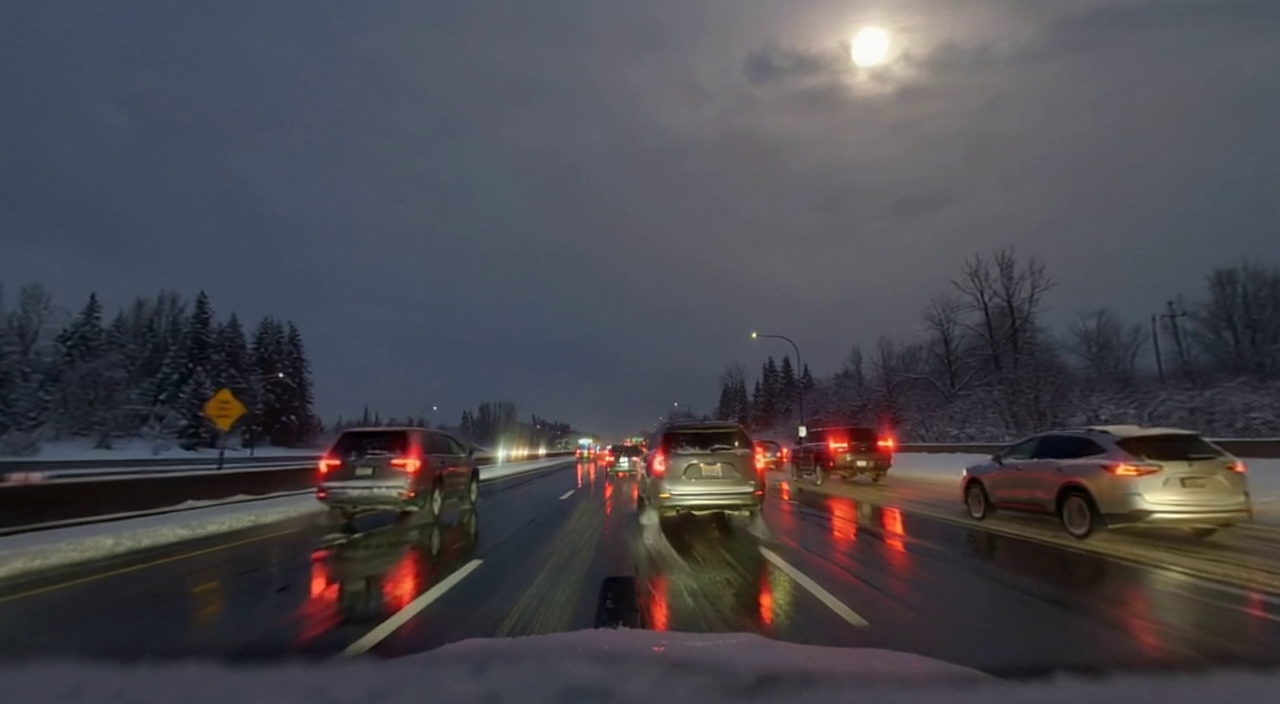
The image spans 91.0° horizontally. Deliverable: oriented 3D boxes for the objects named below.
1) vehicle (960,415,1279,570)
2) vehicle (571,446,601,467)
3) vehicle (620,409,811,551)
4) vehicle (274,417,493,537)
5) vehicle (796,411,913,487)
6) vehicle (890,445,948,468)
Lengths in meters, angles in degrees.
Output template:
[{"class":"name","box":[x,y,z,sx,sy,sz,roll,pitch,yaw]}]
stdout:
[{"class":"vehicle","box":[6.804,1.851,9.049,1.972,1.647,4.429,0,-9,-2]},{"class":"vehicle","box":[-4.195,8.189,49.576,1.889,1.600,4.043,0,-9,1]},{"class":"vehicle","box":[0.893,1.909,9.930,2.230,1.740,3.976,1,-9,-4]},{"class":"vehicle","box":[-4.319,2.199,11.635,2.047,1.755,4.638,0,-9,0]},{"class":"vehicle","box":[7.809,3.643,23.729,2.390,2.503,5.788,0,-9,1]},{"class":"vehicle","box":[20.008,7.502,45.361,1.932,1.492,4.549,1,-9,-3]}]
